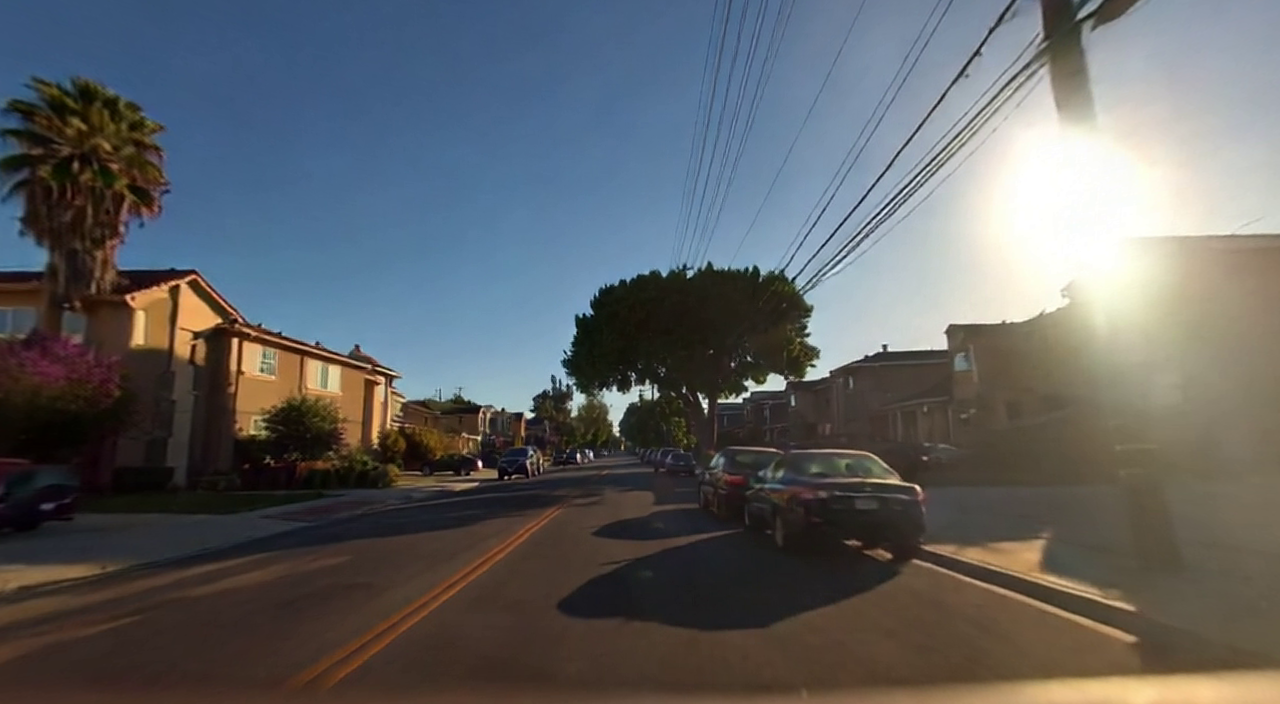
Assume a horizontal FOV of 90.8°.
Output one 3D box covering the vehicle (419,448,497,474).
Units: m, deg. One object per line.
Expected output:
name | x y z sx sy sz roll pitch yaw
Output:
vehicle | -12.120 7.289 42.320 4.529 1.677 2.204 0 -8 0

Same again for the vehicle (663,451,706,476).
vehicle | 2.453 6.264 35.592 1.827 1.286 3.684 1 -8 -5

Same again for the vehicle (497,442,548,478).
vehicle | -6.932 6.504 37.690 2.156 1.932 4.518 -2 -11 1

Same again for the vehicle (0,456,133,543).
vehicle | -12.331 2.662 11.731 4.274 1.422 1.797 0 -8 2

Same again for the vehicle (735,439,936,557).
vehicle | 2.788 2.145 10.008 1.870 1.490 3.802 0 -8 -2
